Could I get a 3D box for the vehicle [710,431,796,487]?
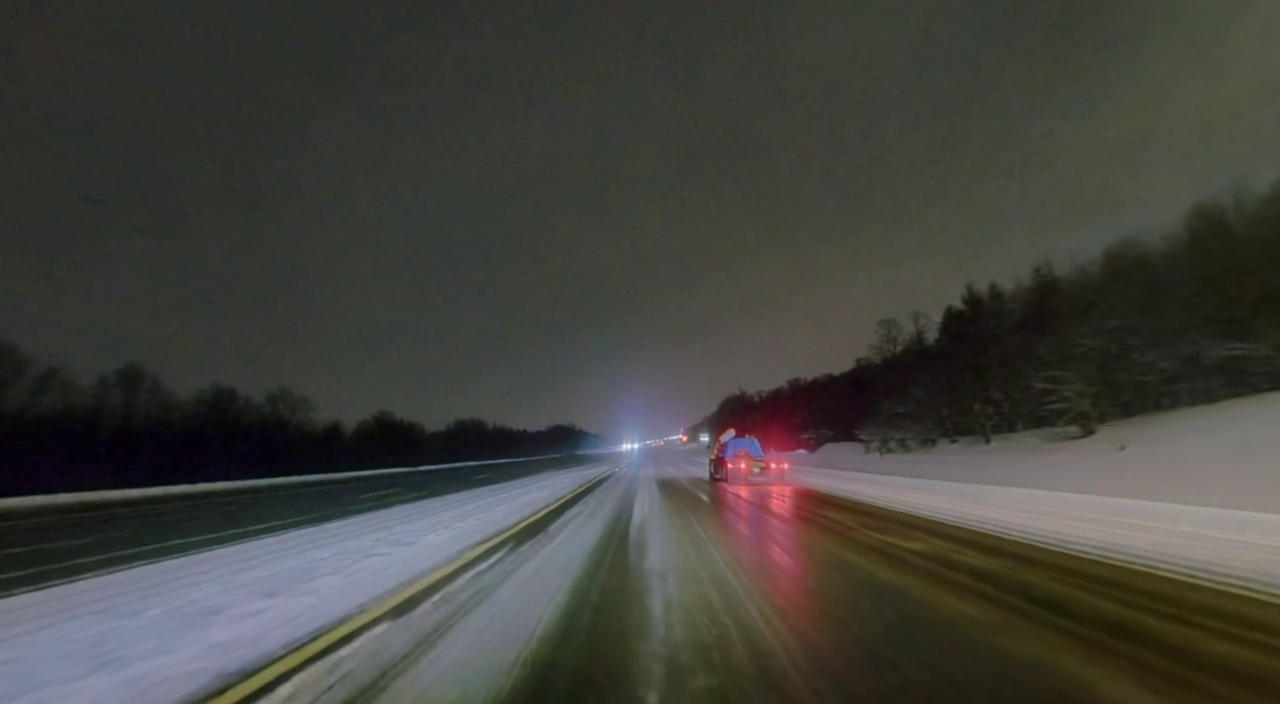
[{"bbox_3d":[4.367,4.269,25.399,2.309,2.003,5.139,0,-9,-2],"label":"vehicle"}]
